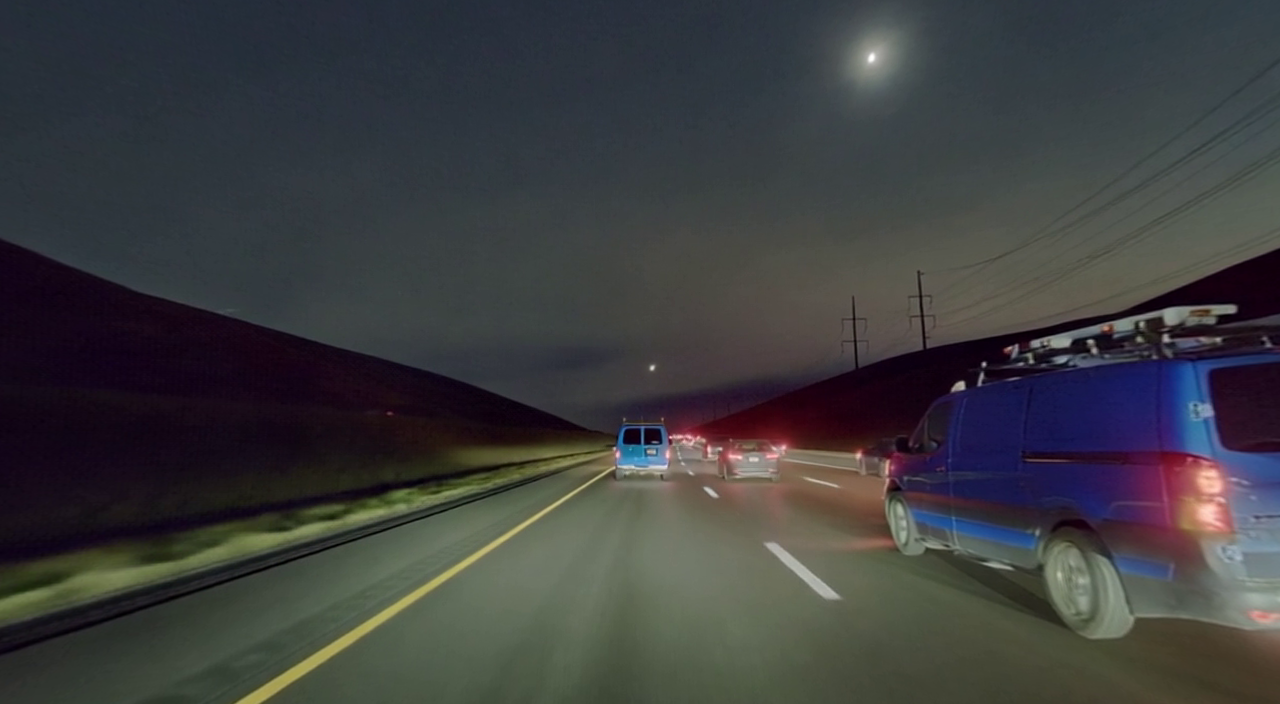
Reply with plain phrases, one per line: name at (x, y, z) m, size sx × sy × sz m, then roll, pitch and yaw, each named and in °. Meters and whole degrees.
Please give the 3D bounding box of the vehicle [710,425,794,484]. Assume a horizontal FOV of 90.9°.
vehicle at (3.764, 3.538, 22.039) m, size 2.139 × 1.821 × 4.480 m, roll 0°, pitch -8°, yaw 0°

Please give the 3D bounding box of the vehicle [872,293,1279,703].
vehicle at (3.914, 0.943, 4.029) m, size 2.691 × 1.901 × 5.744 m, roll 0°, pitch -8°, yaw 0°

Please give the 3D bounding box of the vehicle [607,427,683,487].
vehicle at (0.167, 3.499, 21.300) m, size 2.268 × 1.772 × 4.523 m, roll 0°, pitch -8°, yaw 1°
